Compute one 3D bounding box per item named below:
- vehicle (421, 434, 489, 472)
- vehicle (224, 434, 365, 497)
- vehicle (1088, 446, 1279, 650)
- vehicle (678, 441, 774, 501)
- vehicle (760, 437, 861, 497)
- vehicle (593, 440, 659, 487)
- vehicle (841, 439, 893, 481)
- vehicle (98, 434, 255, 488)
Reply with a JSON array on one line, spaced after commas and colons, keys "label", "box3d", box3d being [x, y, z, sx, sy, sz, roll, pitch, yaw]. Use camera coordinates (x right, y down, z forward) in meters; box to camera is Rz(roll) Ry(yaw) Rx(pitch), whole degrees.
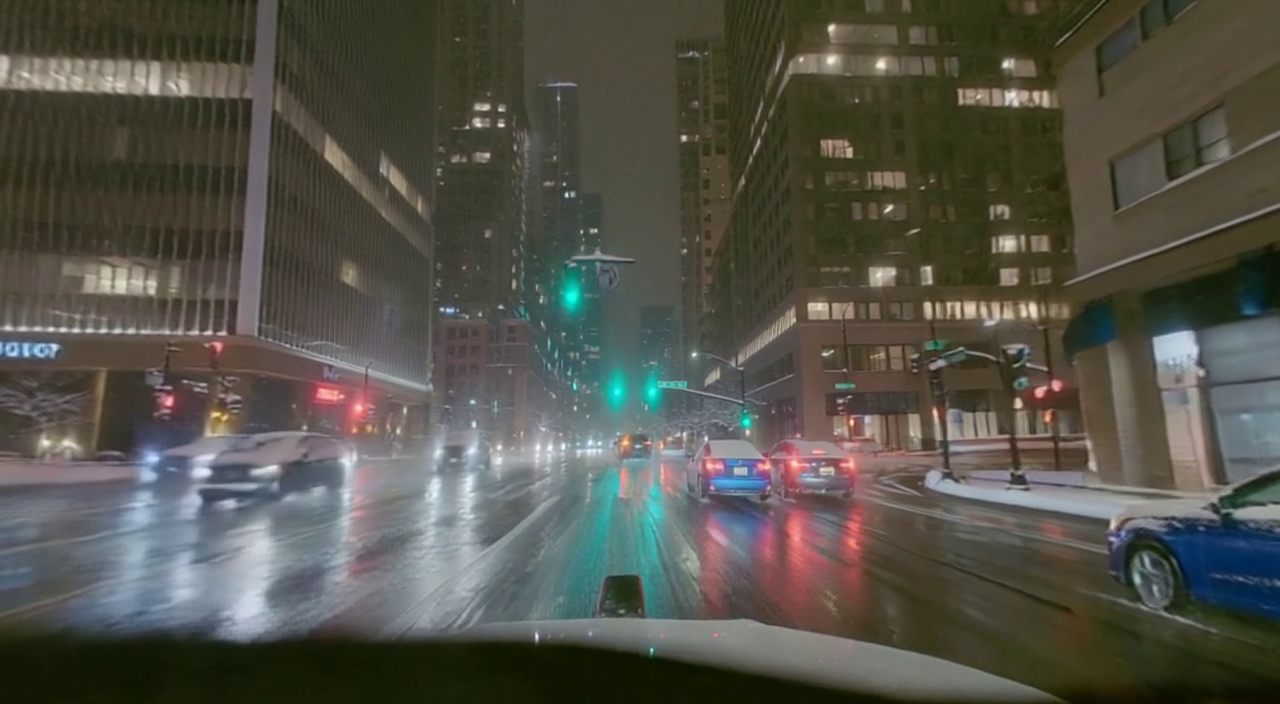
[{"label": "vehicle", "box3d": [-9.625, 5.325, 33.397, 2.142, 1.817, 4.823, 0, -9, 0]}, {"label": "vehicle", "box3d": [-10.077, 3.320, 18.861, 1.879, 1.637, 4.100, 0, -9, 0]}, {"label": "vehicle", "box3d": [5.680, 1.370, 4.203, 1.914, 1.484, 4.639, 0, -9, -1]}, {"label": "vehicle", "box3d": [2.303, 3.345, 18.160, 1.987, 1.484, 4.427, 0, -9, -2]}, {"label": "vehicle", "box3d": [5.513, 3.761, 21.097, 2.015, 1.745, 4.444, 0, -9, -2]}, {"label": "vehicle", "box3d": [-0.472, 3.874, 22.230, 2.096, 1.457, 4.160, 0, -9, -1]}, {"label": "vehicle", "box3d": [10.653, 4.991, 29.481, 2.008, 1.794, 4.640, -4, -9, 21]}, {"label": "vehicle", "box3d": [-15.998, 3.765, 22.196, 2.087, 1.676, 4.567, 0, -9, -1]}]
